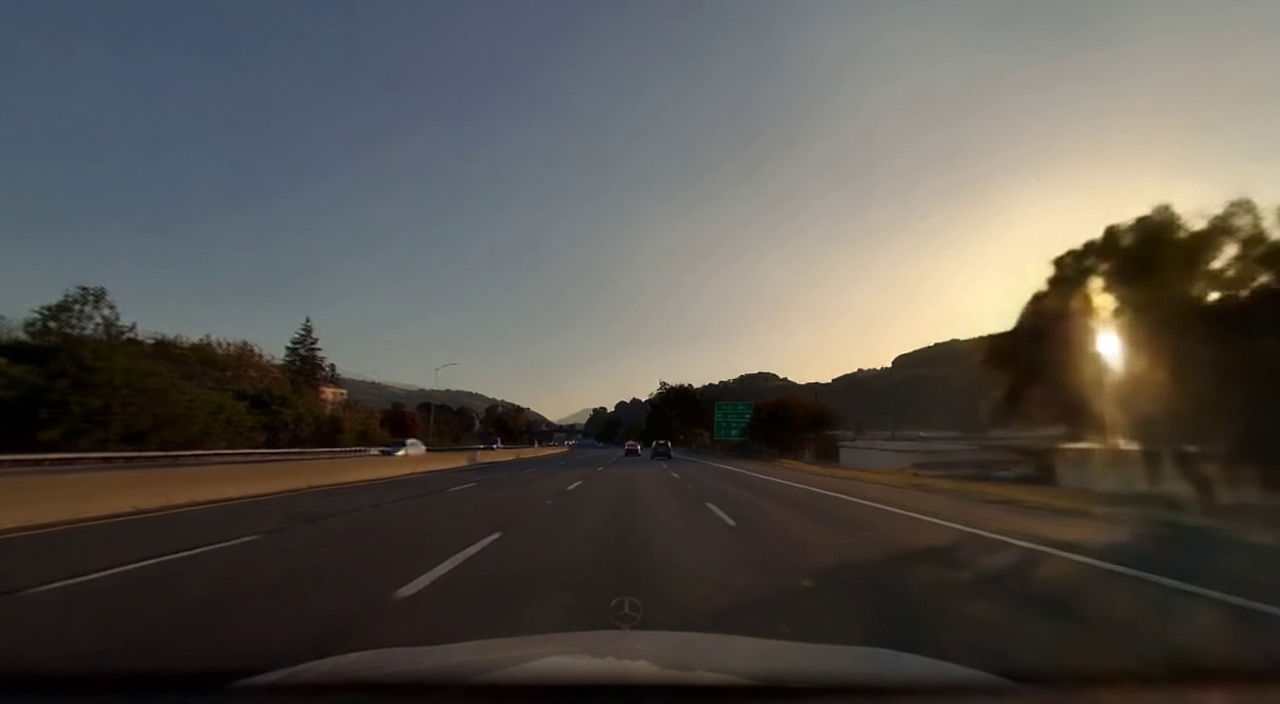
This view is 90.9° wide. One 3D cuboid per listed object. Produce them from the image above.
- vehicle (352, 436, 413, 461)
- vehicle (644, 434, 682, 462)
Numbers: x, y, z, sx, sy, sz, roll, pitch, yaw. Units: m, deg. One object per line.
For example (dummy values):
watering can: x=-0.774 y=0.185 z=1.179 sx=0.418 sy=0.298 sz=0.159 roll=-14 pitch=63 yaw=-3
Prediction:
vehicle: x=-16.583 y=6.233 z=40.894 sx=1.973 sy=1.511 sz=4.754 roll=0 pitch=-8 yaw=0
vehicle: x=1.615 y=7.053 z=46.232 sx=2.431 sy=1.916 sz=4.808 roll=0 pitch=-8 yaw=-3
